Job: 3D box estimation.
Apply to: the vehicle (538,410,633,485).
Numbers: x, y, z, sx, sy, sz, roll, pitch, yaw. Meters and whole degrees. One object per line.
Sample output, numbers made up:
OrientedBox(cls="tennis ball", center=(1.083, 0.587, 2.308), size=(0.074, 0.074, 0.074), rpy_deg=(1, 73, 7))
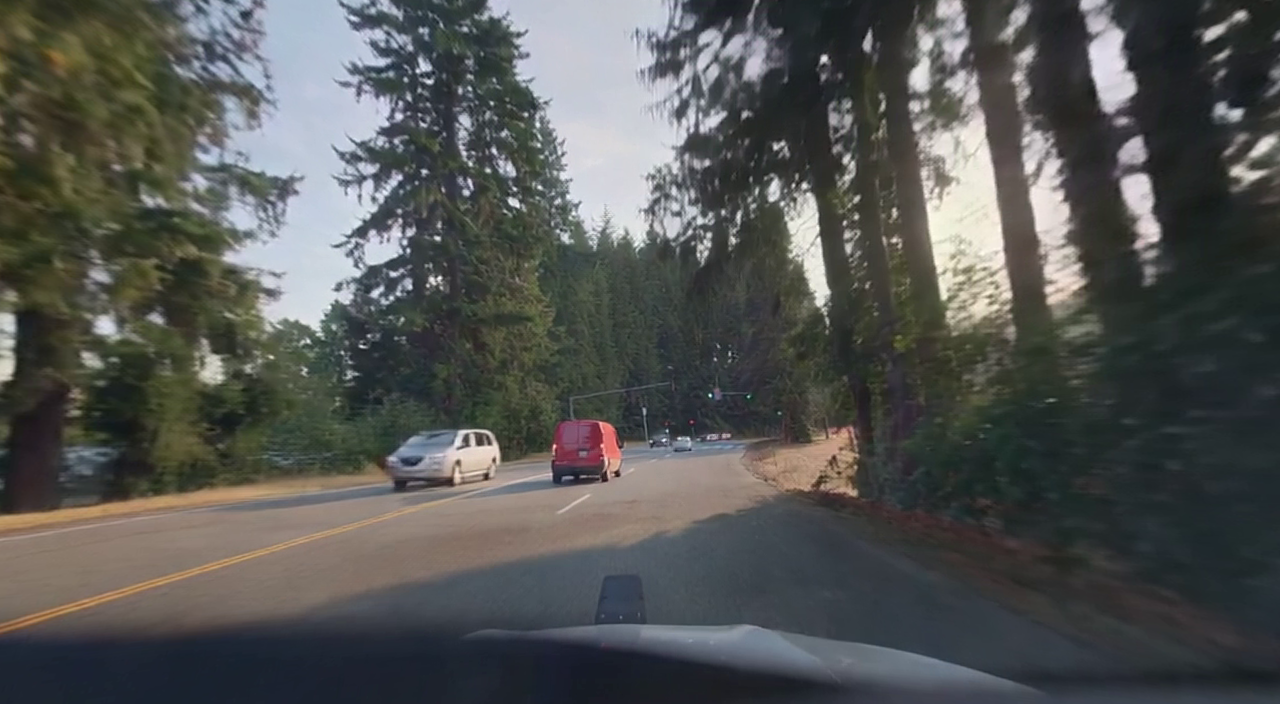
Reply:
OrientedBox(cls="vehicle", center=(-1.625, 3.168, 21.021), size=(2.362, 2.185, 5.212), rpy_deg=(-1, -8, 4))

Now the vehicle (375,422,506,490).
OrientedBox(cls="vehicle", center=(-5.494, 2.973, 18.087), size=(1.968, 1.674, 4.451), rpy_deg=(-2, -9, 5))
